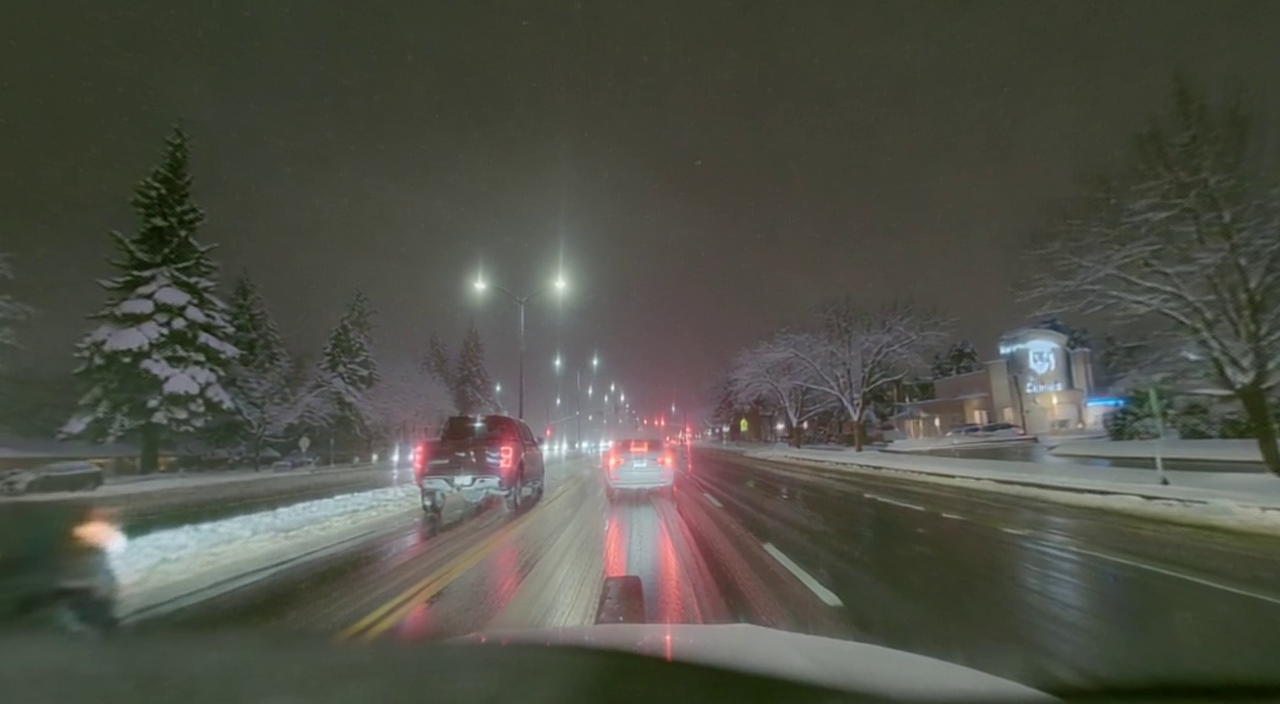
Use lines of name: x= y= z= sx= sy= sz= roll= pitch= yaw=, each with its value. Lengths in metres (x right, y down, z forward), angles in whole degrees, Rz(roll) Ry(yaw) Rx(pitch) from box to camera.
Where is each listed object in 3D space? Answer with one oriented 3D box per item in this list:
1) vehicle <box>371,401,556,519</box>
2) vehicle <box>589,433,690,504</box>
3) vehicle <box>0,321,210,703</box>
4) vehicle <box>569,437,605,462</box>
vehicle: x=-3.366 y=2.241 z=13.571 sx=2.301 sy=1.985 sz=5.531 roll=0 pitch=-8 yaw=1
vehicle: x=-0.072 y=2.758 z=15.374 sx=2.126 sy=1.475 sz=3.967 roll=0 pitch=-8 yaw=-2
vehicle: x=-3.329 y=0.618 z=1.223 sx=2.046 sy=1.751 sz=4.208 roll=0 pitch=-8 yaw=-1
vehicle: x=-3.601 y=6.747 z=43.799 sx=2.147 sy=1.590 sz=4.209 roll=0 pitch=-8 yaw=0
